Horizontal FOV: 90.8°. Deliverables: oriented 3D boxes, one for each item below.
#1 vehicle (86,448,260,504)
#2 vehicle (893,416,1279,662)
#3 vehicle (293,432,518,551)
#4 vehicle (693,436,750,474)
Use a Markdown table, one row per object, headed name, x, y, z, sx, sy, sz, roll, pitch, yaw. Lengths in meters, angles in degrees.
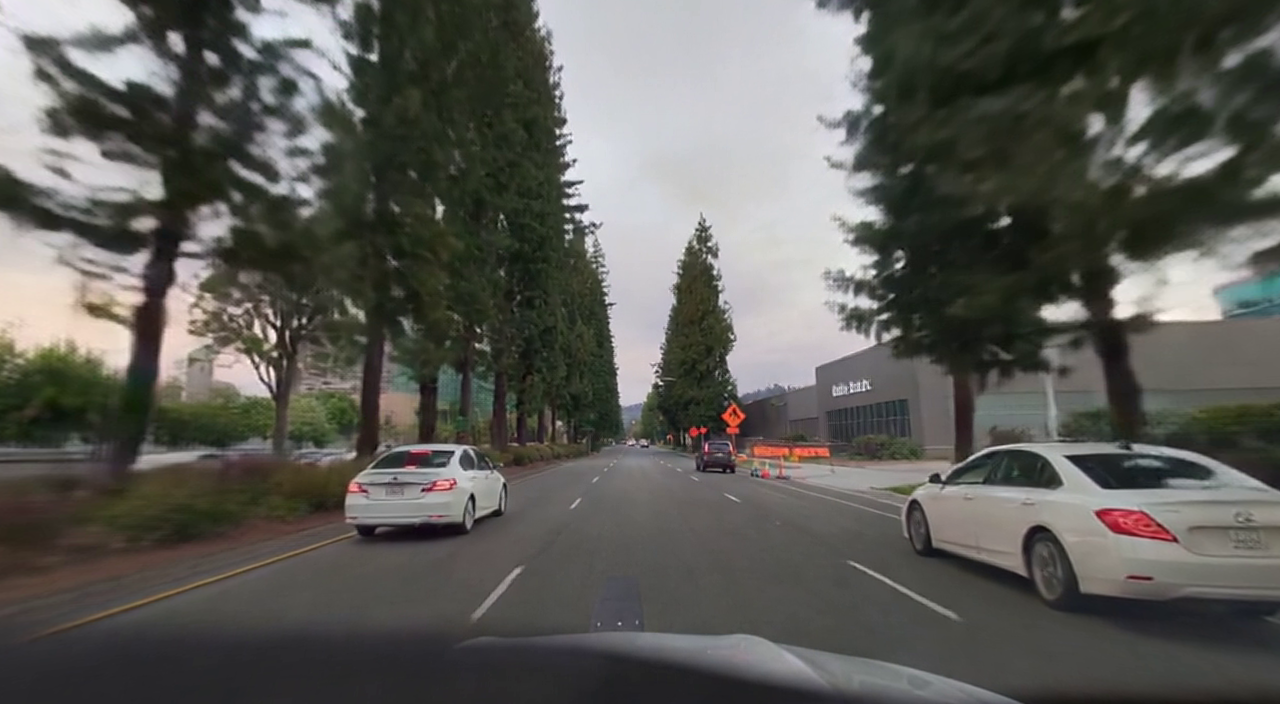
| name | x | y | z | sx | sy | sz | roll | pitch | yaw |
| --- | --- | --- | --- | --- | --- | --- | --- | --- | --- |
| vehicle | -14.103 | 3.732 | 19.521 | 1.883 | 1.504 | 4.536 | 0 | -9 | 1 |
| vehicle | 4.066 | 1.426 | 5.823 | 1.827 | 1.491 | 3.743 | 0 | -9 | -1 |
| vehicle | -3.348 | 2.066 | 10.059 | 2.020 | 1.474 | 4.098 | 0 | -9 | 0 |
| vehicle | 4.069 | 5.238 | 32.332 | 2.159 | 1.793 | 4.735 | 0 | -9 | -2 |
